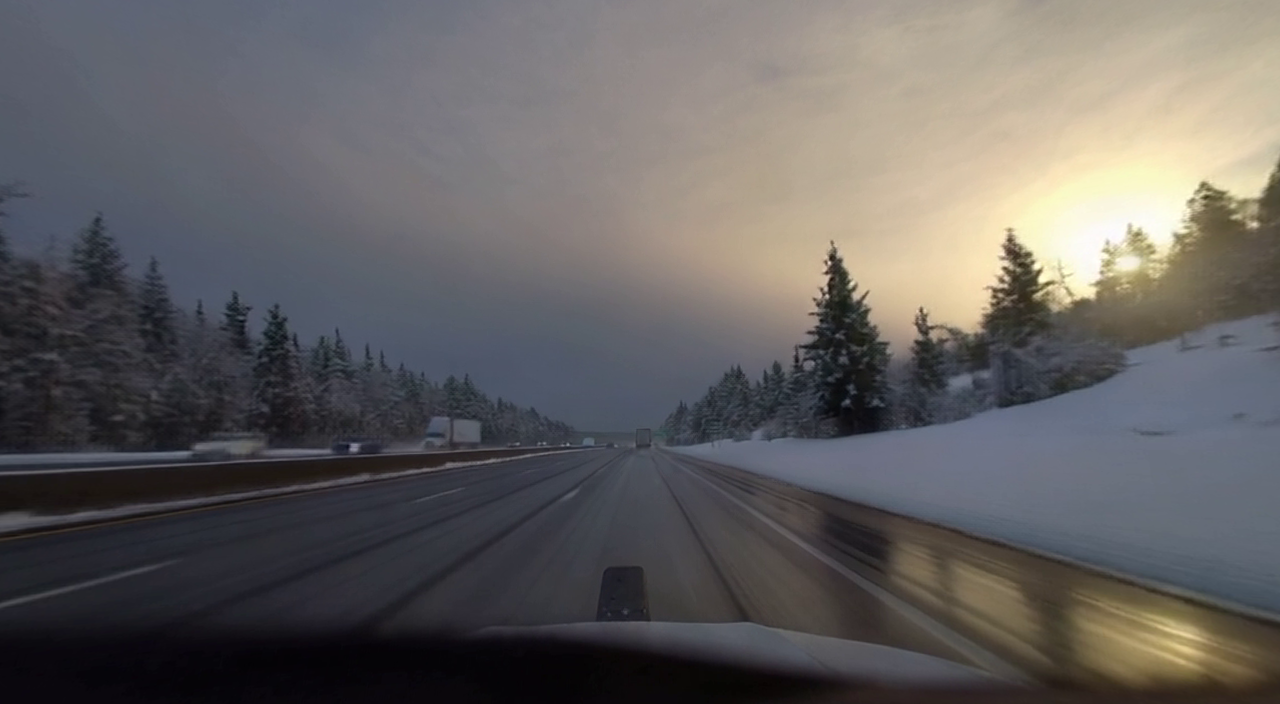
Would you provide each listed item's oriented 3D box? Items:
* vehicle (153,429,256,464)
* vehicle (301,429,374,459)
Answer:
[{"bbox_3d":[-20.128,4.380,29.285,1.830,1.506,4.089,0,-8,0],"label":"vehicle"},{"bbox_3d":[-16.430,5.010,34.417,1.882,1.524,4.193,0,-8,1],"label":"vehicle"}]
